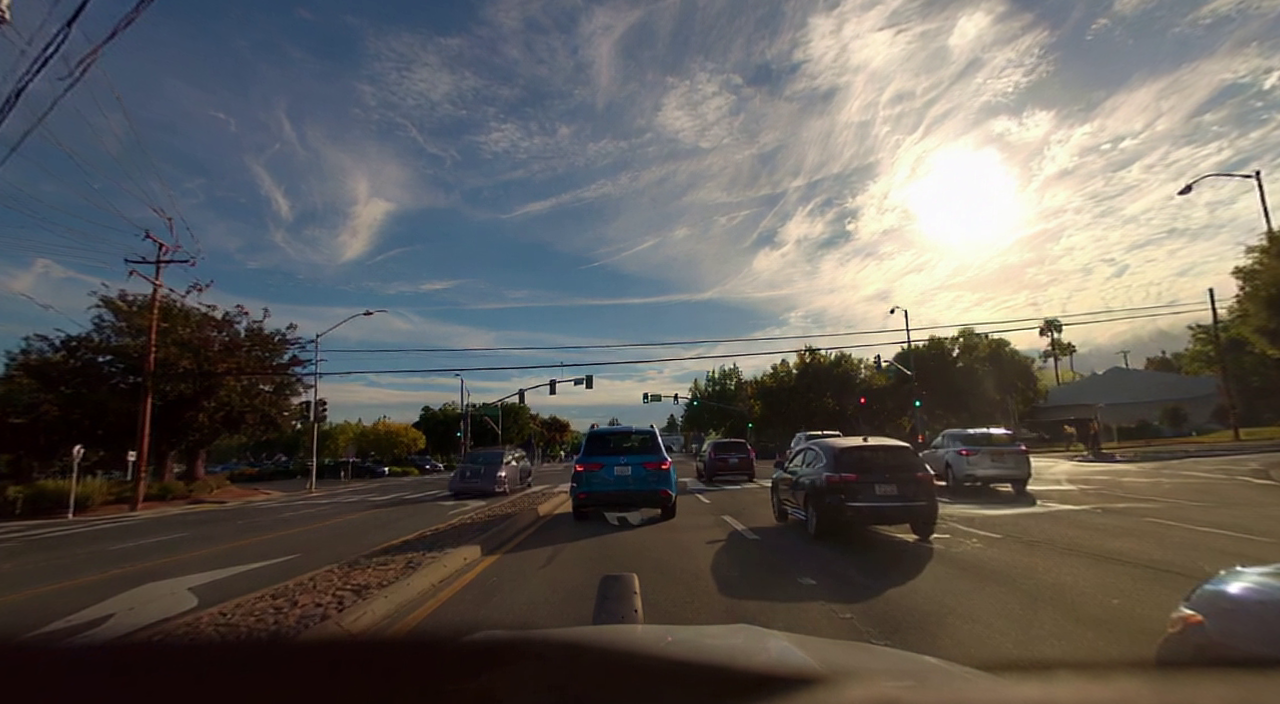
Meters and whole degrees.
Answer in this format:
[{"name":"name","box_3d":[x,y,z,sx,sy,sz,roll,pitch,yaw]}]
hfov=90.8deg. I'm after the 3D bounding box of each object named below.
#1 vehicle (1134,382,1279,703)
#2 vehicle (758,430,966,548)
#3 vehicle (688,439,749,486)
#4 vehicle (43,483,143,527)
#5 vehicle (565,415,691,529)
[{"name":"vehicle","box_3d":[3.277,0.639,0.732,1.889,1.517,4.308,0,-9,0]},{"name":"vehicle","box_3d":[3.422,2.187,10.799,1.880,1.579,4.401,0,-9,-1]},{"name":"vehicle","box_3d":[3.155,4.510,26.085,1.915,1.765,4.047,0,-9,-1]},{"name":"vehicle","box_3d":[-26.520,7.403,30.603,4.526,1.715,1.989,-10,-13,26]},{"name":"vehicle","box_3d":[-0.266,2.463,13.454,2.231,1.998,4.254,0,-9,-1]}]
